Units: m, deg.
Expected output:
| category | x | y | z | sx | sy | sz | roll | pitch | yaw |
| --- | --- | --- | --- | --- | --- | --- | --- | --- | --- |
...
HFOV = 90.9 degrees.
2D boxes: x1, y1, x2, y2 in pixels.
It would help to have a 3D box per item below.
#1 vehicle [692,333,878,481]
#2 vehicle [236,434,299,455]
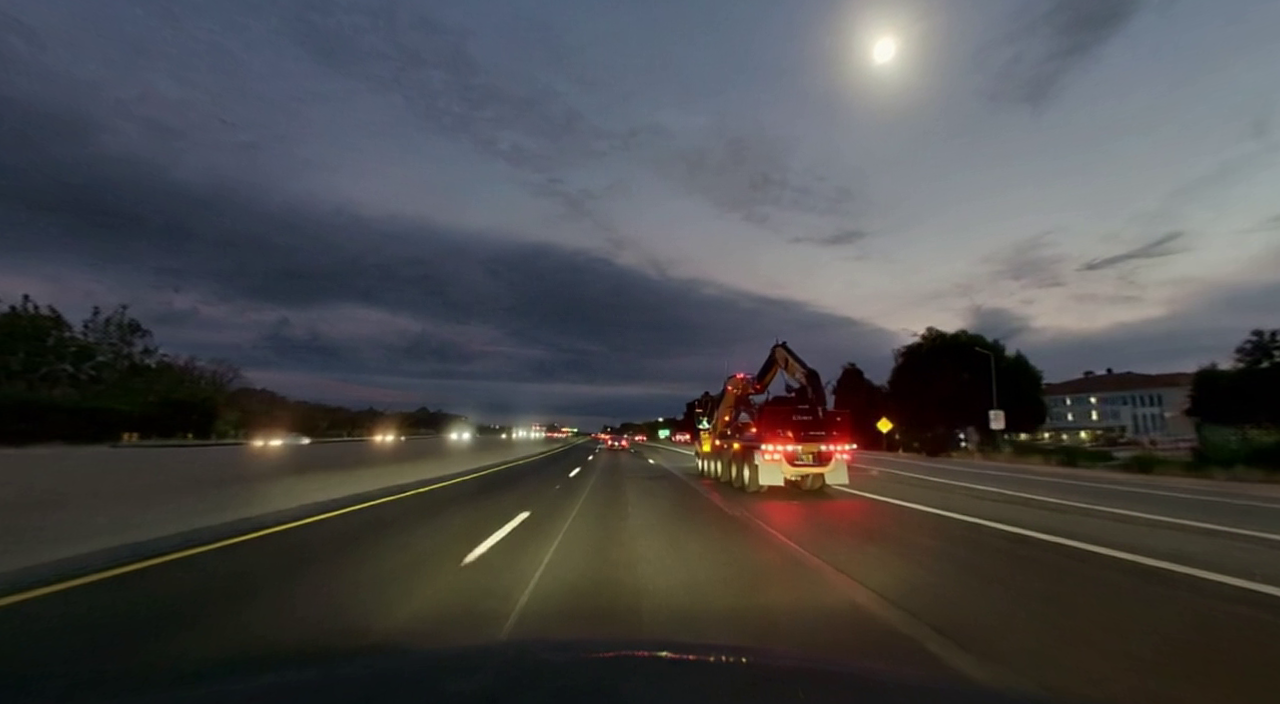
| category | x | y | z | sx | sy | sz | roll | pitch | yaw |
| --- | --- | --- | --- | --- | --- | --- | --- | --- | --- |
| vehicle | 3.475 | 1.712 | 17.684 | 2.833 | 3.180 | 8.004 | 1 | -8 | -4 |
| vehicle | -26.651 | 6.630 | 45.220 | 1.939 | 1.438 | 4.486 | 1 | -8 | -3 |
